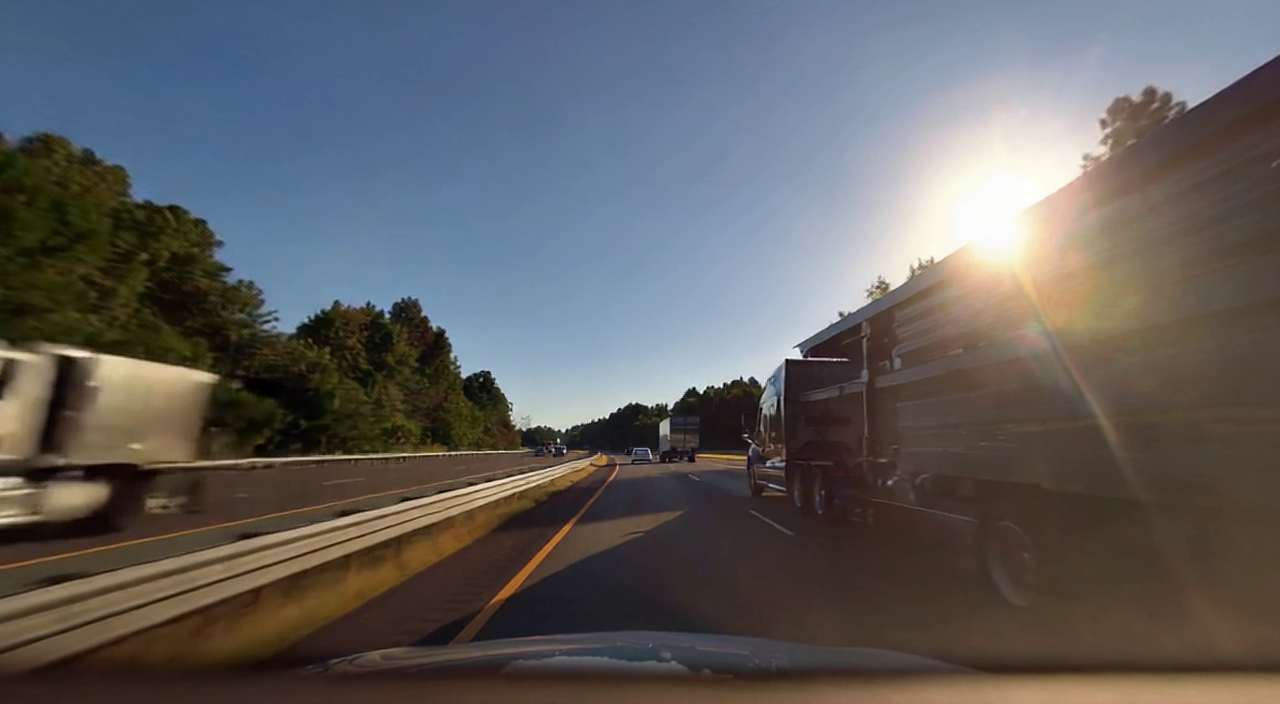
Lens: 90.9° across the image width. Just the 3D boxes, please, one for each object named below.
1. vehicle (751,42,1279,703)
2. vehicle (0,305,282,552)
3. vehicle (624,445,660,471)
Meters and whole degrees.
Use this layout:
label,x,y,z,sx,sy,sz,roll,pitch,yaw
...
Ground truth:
label,x,y,z,sx,sy,sz,roll,pitch,yaw
vehicle,4.533,1.106,8.957,2.867,3.571,14.305,0,-9,-2
vehicle,-8.862,1.242,9.556,2.632,2.884,7.040,0,-9,0
vehicle,0.050,6.481,38.742,2.051,1.513,4.511,0,-9,-1
